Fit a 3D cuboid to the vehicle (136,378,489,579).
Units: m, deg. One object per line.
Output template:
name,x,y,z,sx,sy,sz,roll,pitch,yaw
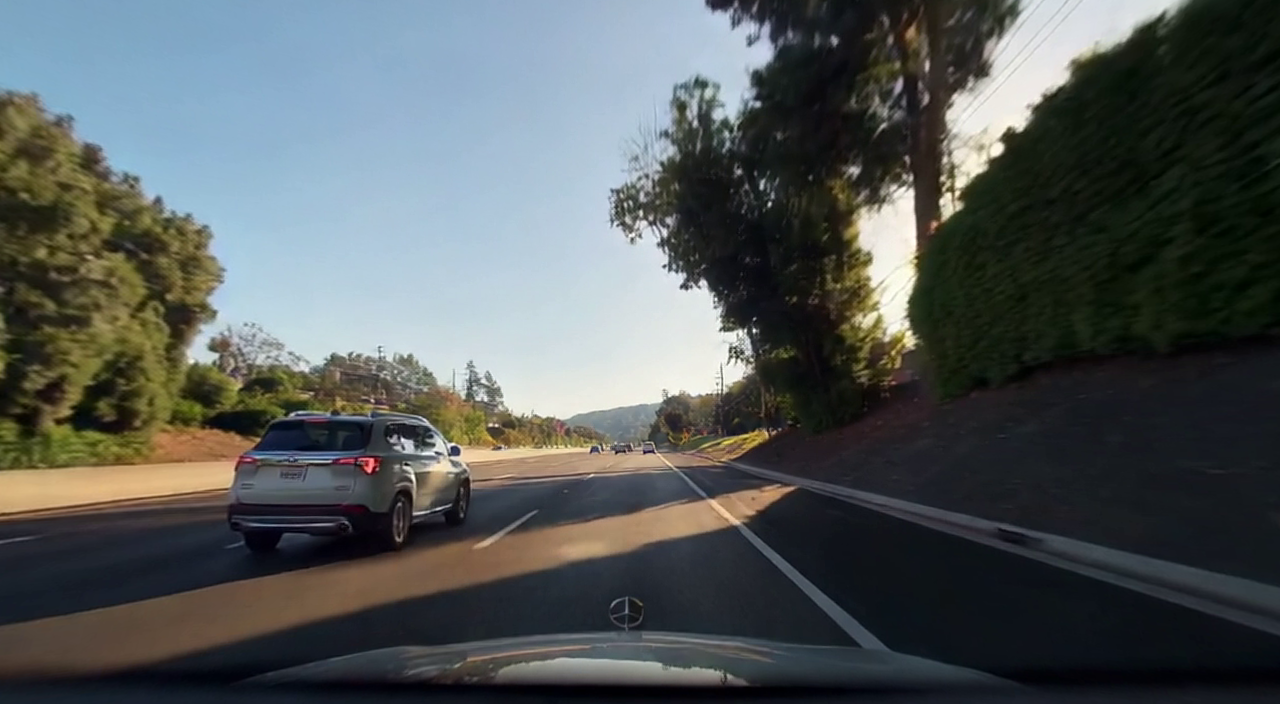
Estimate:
vehicle,-3.842,1.606,8.803,2.136,1.975,5.037,0,-8,1
